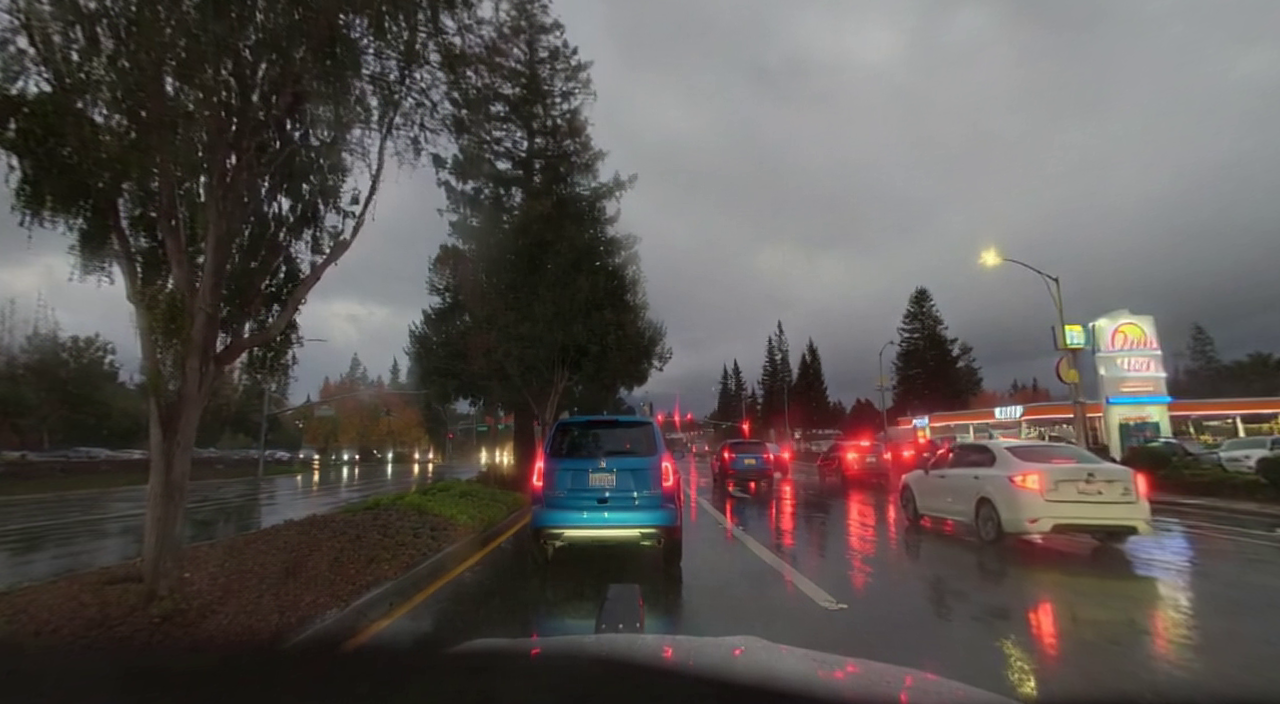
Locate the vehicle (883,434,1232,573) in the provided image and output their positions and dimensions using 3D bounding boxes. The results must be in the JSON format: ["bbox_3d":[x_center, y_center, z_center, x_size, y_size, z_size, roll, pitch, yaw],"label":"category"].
[{"bbox_3d":[5.432,1.993,9.223,1.930,1.478,4.643,0,-9,0],"label":"vehicle"}]

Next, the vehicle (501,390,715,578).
[{"bbox_3d":[-0.290,1.649,8.642,2.096,1.837,4.687,0,-9,1],"label":"vehicle"}]

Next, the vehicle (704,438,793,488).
[{"bbox_3d":[3.667,3.847,22.285,2.098,1.555,4.778,0,-9,-2],"label":"vehicle"}]
